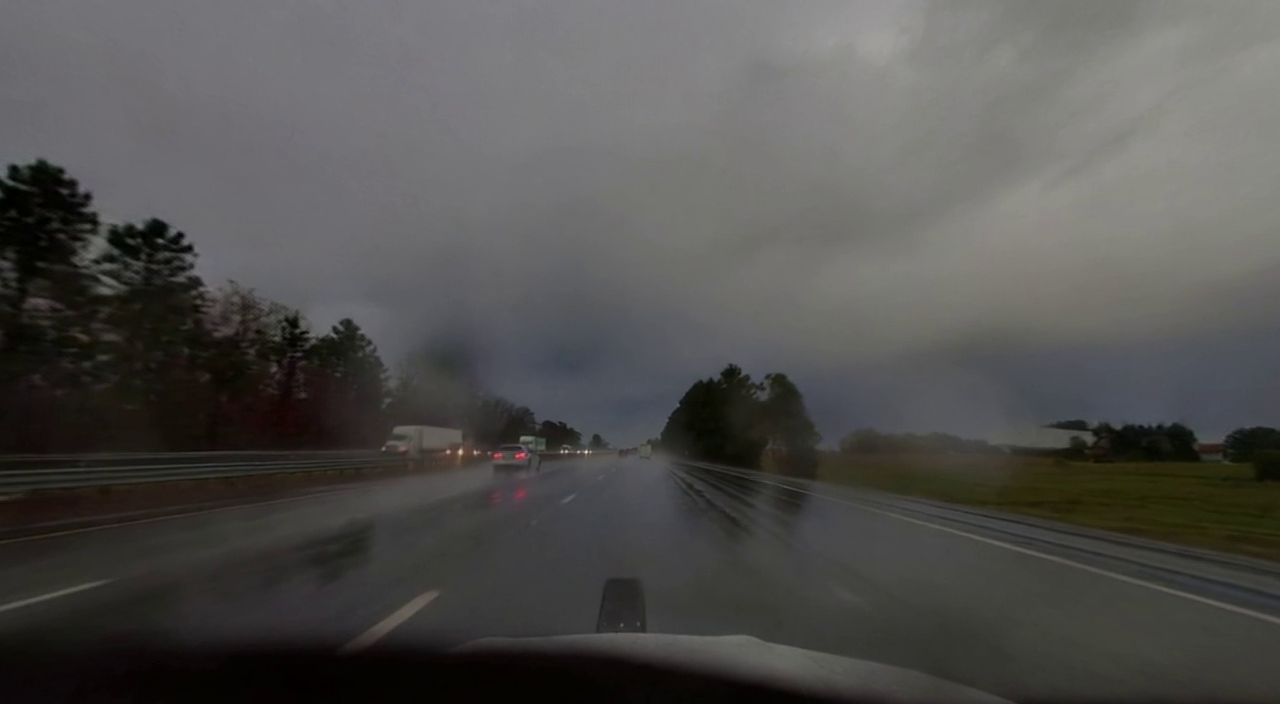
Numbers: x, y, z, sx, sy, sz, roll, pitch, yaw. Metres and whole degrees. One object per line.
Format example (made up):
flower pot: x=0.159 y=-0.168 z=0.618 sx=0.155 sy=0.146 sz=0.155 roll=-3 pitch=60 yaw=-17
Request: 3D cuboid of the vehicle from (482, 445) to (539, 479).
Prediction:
vehicle: x=-6.851 y=5.832 z=33.763 sx=2.115 sy=1.664 sz=4.259 roll=0 pitch=-9 yaw=0
